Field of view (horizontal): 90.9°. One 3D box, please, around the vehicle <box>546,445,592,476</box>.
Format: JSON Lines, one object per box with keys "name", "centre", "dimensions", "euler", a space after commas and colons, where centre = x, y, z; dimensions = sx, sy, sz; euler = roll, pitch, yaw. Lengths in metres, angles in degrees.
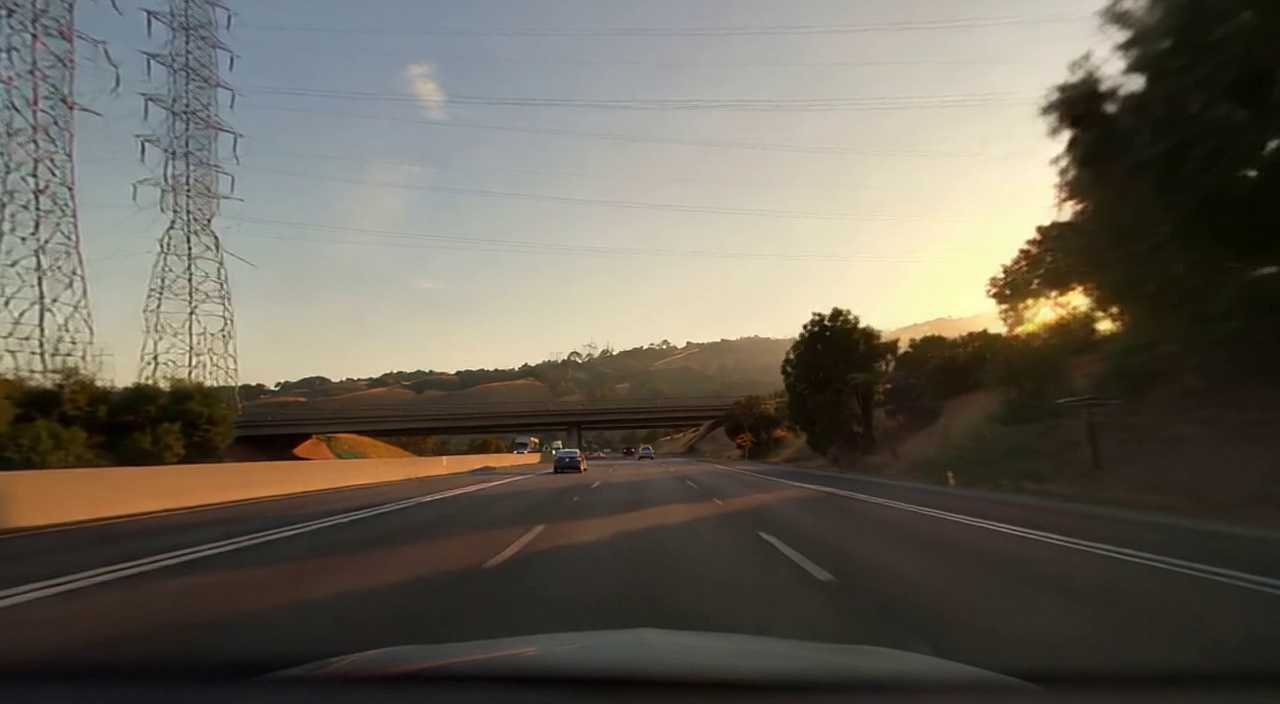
{"name": "vehicle", "centre": [-3.754, 5.797, 33.934], "dimensions": [1.924, 1.550, 4.165], "euler": [0, -9, 0]}
